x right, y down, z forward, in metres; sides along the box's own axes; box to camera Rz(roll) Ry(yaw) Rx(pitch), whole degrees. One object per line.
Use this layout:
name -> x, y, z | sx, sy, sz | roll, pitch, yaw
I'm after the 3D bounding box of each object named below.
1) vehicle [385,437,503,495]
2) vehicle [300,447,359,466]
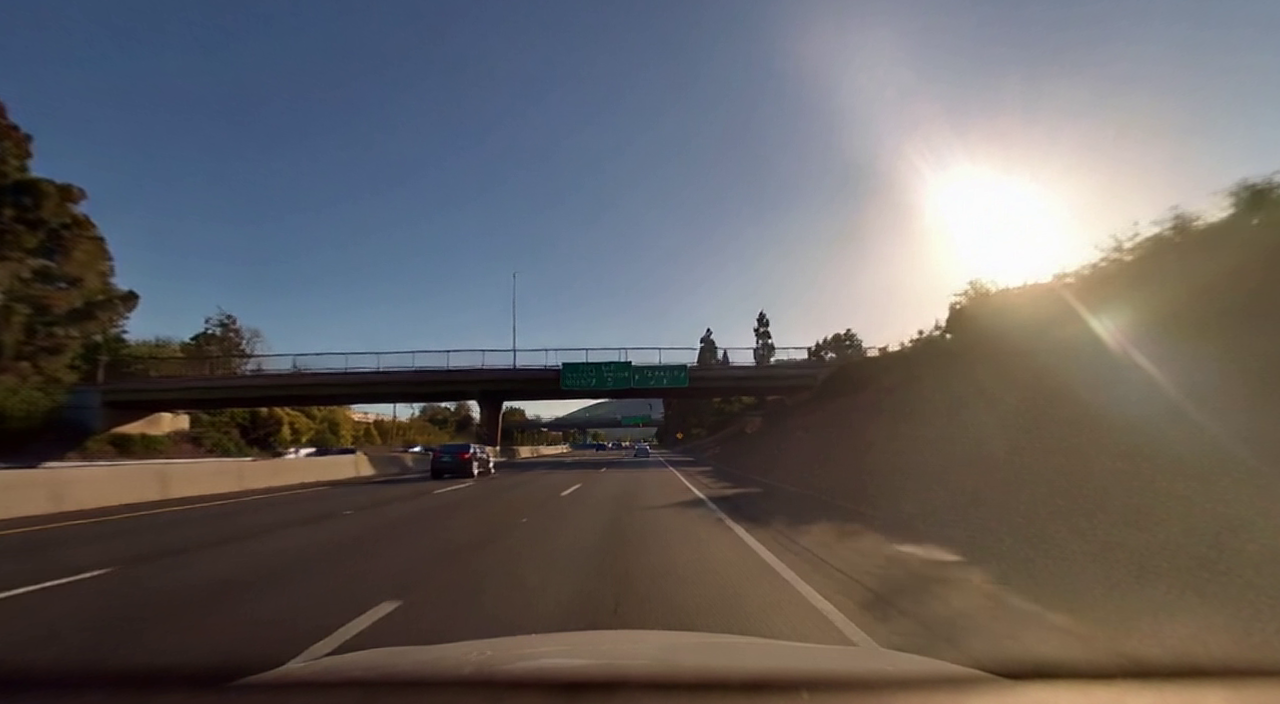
vehicle -> -5.785, 3.424, 19.338 | 1.916, 1.545, 4.757 | 0, -8, 2
vehicle -> -24.334, 8.171, 49.542 | 2.118, 1.401, 4.761 | 0, -9, 2
